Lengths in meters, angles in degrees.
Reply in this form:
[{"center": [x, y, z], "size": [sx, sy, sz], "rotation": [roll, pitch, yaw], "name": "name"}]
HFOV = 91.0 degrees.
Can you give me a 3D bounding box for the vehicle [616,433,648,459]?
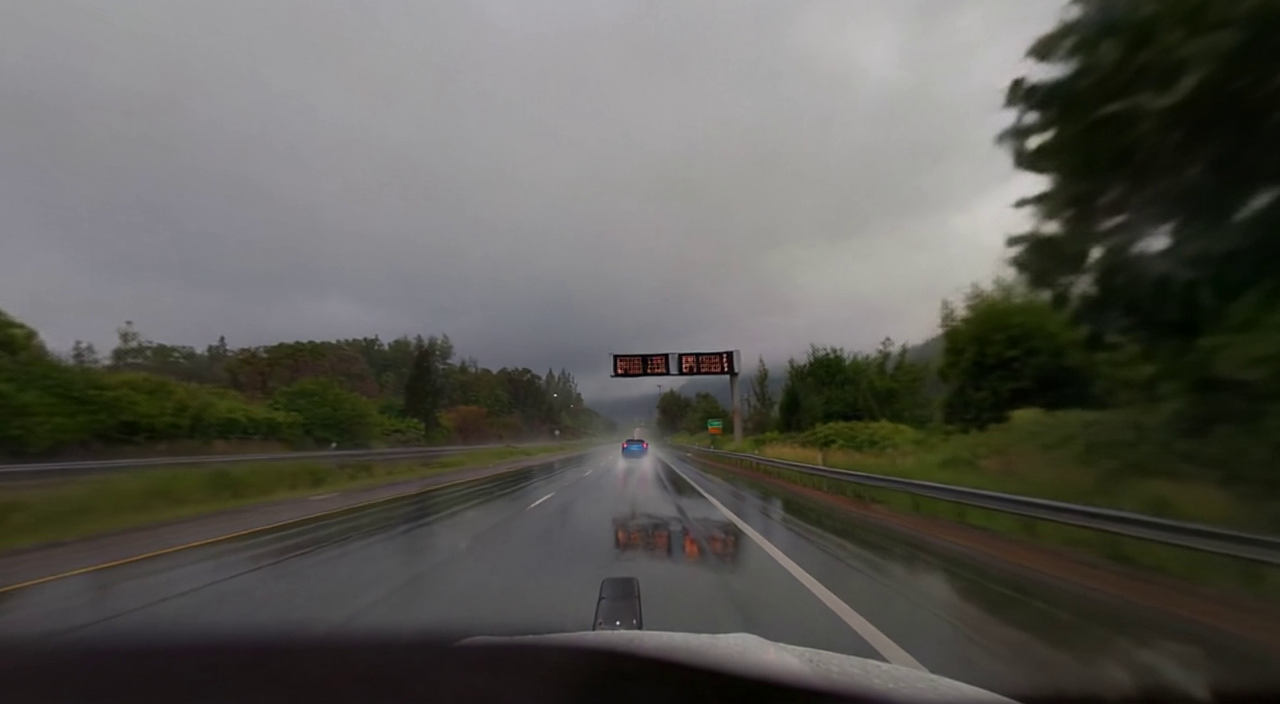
[{"center": [-0.567, 6.684, 44.801], "size": [2.180, 1.717, 4.139], "rotation": [0, -8, -1], "name": "vehicle"}]
